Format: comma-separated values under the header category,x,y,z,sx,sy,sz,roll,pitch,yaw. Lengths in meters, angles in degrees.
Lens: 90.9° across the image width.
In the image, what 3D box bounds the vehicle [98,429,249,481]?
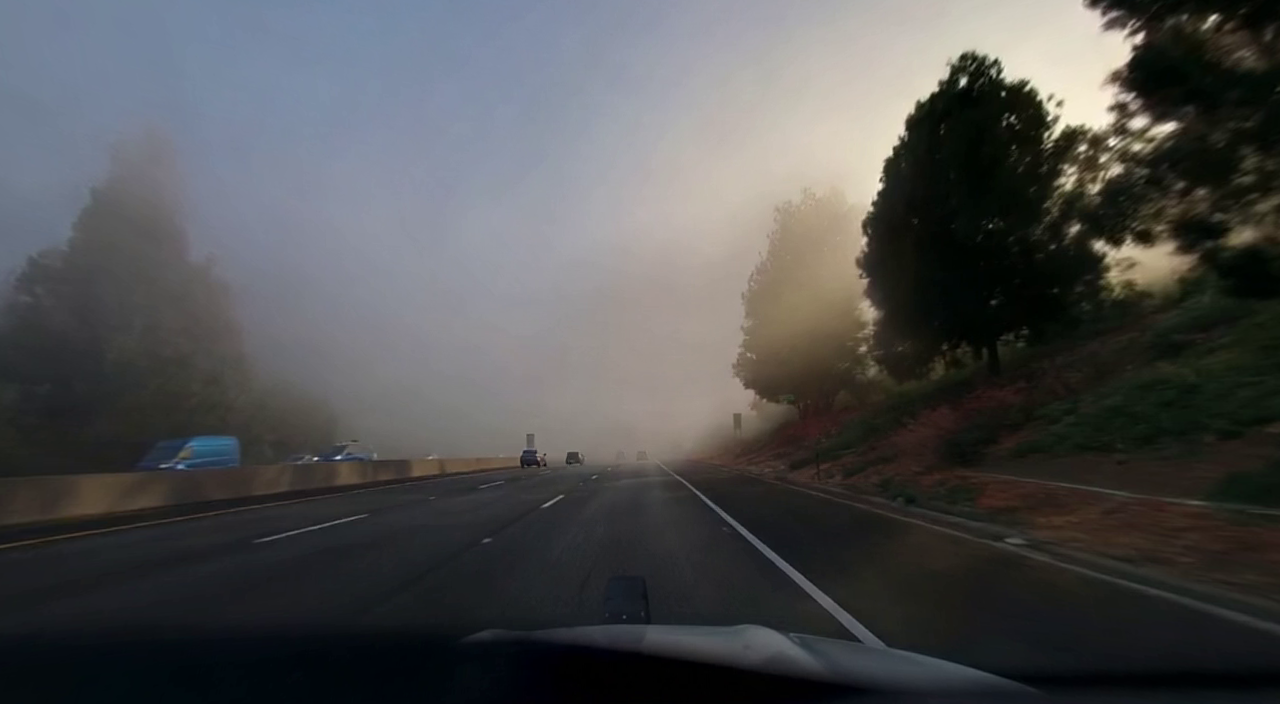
category,x,y,z,sx,sy,sz,roll,pitch,yaw
vehicle,-20.766,4.632,28.580,2.053,2.088,6.081,0,-8,1

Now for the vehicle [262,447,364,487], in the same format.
category,x,y,z,sx,sy,sz,roll,pitch,yaw
vehicle,-16.889,5.927,33.041,2.170,1.891,5.744,0,-8,1
